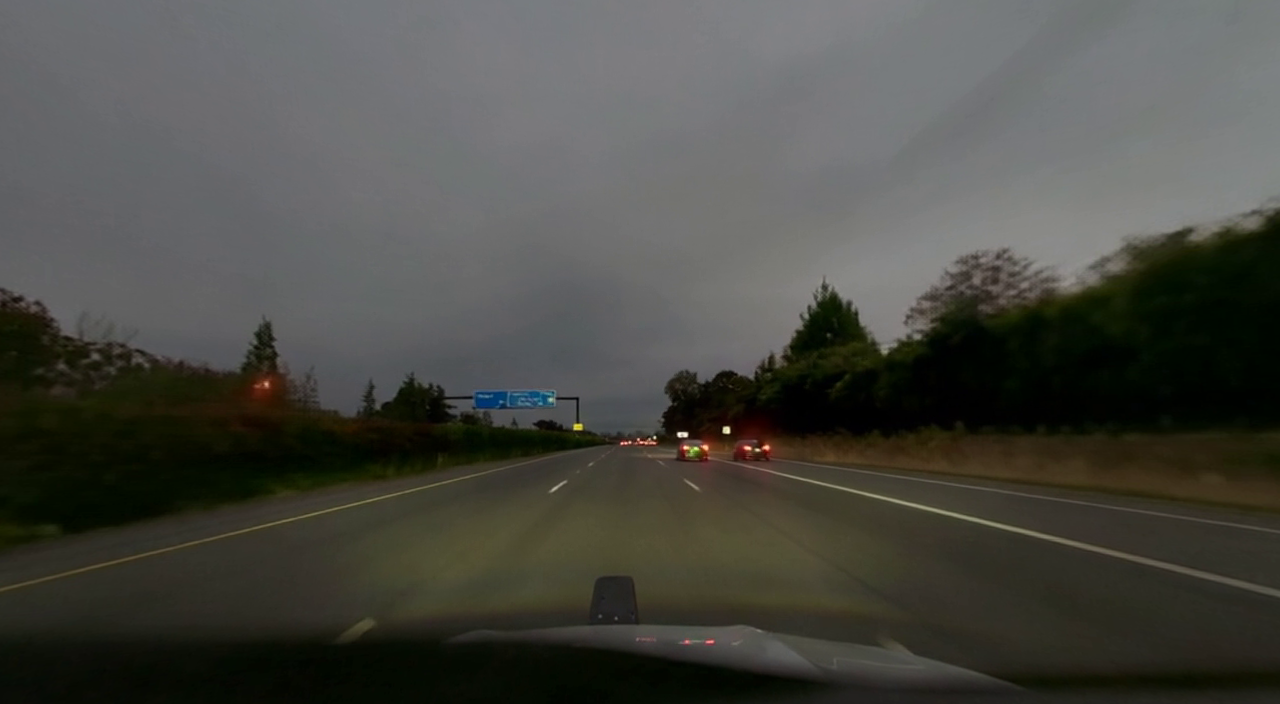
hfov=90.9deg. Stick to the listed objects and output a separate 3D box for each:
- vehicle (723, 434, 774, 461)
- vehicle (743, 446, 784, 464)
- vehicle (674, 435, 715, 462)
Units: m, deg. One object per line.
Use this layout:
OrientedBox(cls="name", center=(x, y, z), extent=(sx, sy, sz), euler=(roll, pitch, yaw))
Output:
OrientedBox(cls="vehicle", center=(6.515, 5.764, 38.330), extent=(2.003, 1.522, 4.940), euler=(0, -8, -2))
OrientedBox(cls="vehicle", center=(6.685, 5.621, 34.426), extent=(1.535, 0.862, 2.814), euler=(0, -8, -3))
OrientedBox(cls="vehicle", center=(3.057, 5.473, 36.057), extent=(1.819, 1.468, 3.770), euler=(0, -8, -3))
